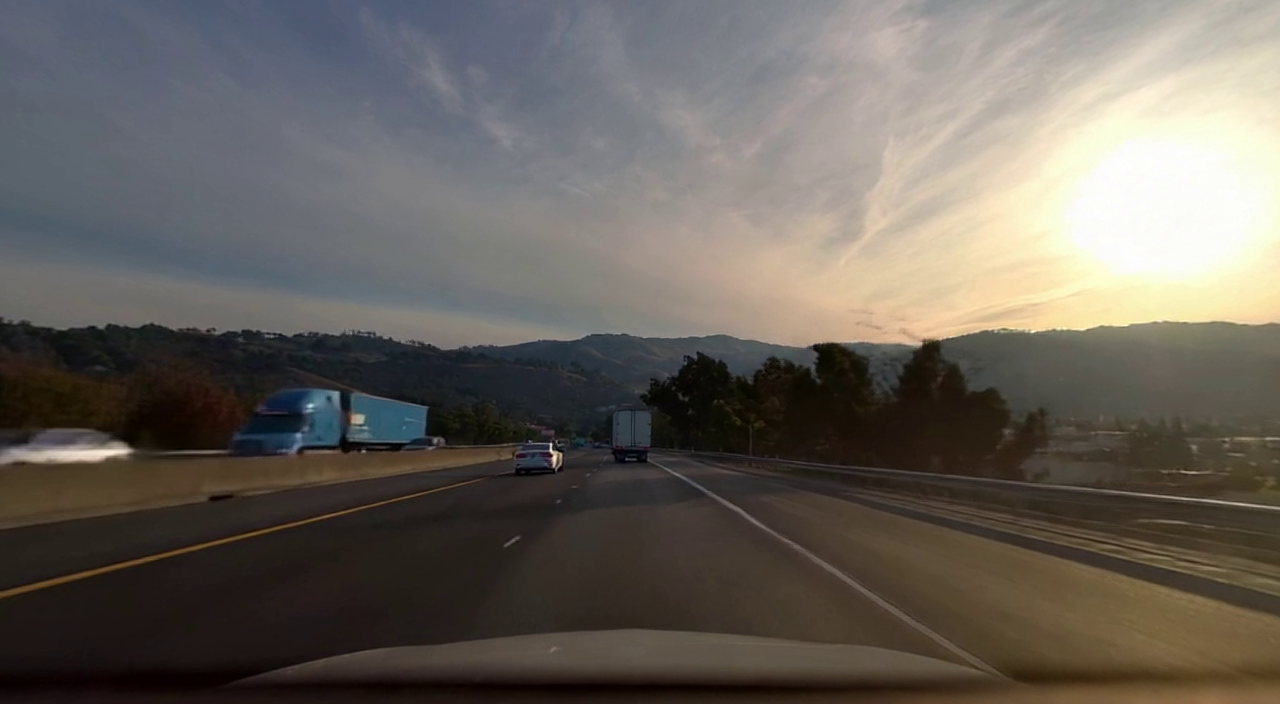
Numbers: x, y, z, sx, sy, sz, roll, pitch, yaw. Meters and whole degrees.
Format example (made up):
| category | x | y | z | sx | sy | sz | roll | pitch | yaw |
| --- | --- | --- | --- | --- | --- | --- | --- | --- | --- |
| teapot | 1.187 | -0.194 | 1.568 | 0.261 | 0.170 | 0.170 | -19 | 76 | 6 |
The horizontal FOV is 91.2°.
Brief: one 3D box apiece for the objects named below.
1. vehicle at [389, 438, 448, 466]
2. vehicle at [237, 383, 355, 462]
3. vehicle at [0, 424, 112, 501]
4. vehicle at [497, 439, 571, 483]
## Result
| category | x | y | z | sx | sy | sz | roll | pitch | yaw |
| --- | --- | --- | --- | --- | --- | --- | --- | --- | --- |
| vehicle | -13.471 | 6.103 | 38.347 | 2.004 | 1.564 | 4.488 | 0 | -9 | 0 |
| vehicle | -17.312 | 3.692 | 32.021 | 3.288 | 3.682 | 4.837 | 0 | -9 | -3 |
| vehicle | -13.397 | 2.195 | 12.463 | 1.876 | 1.486 | 4.508 | 0 | -9 | -1 |
| vehicle | -3.960 | 4.196 | 24.283 | 2.057 | 1.519 | 4.372 | 0 | -9 | 1 |
